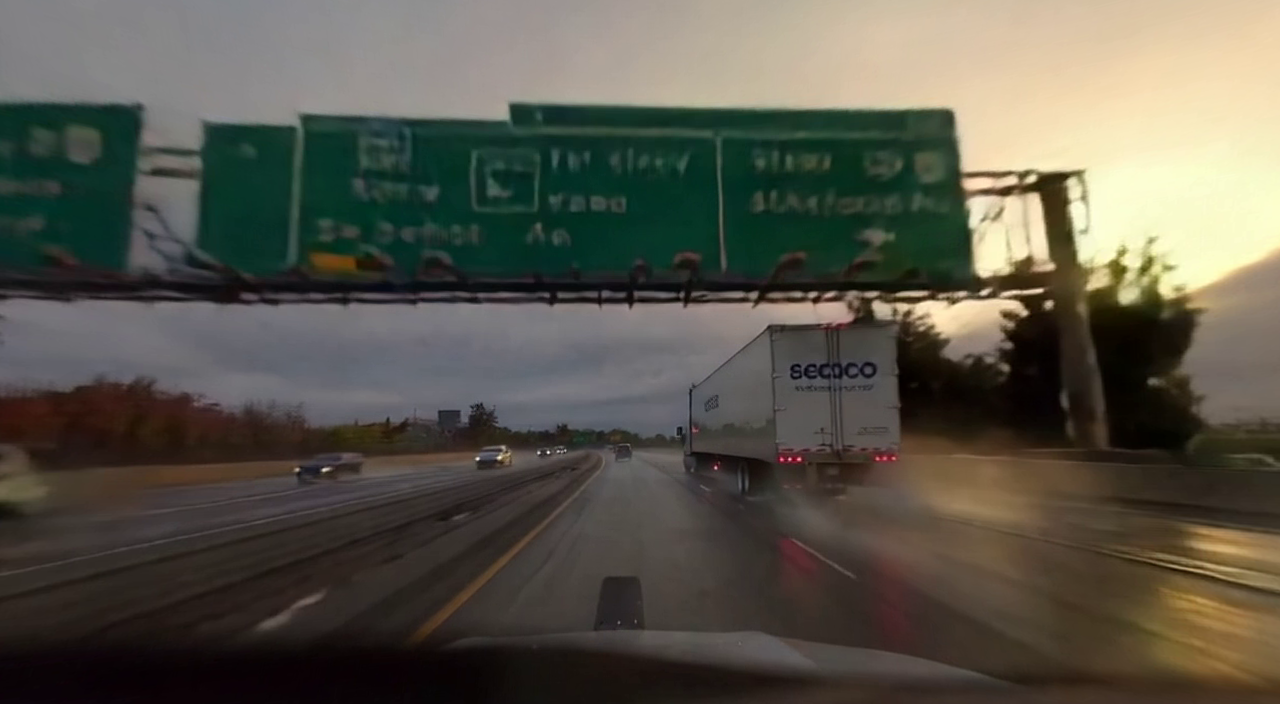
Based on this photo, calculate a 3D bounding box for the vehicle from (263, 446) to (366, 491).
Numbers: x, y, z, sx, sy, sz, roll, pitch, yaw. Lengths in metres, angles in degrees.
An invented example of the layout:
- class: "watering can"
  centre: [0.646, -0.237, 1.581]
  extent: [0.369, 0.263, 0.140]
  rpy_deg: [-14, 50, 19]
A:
- class: "vehicle"
  centre: [-13.806, 4.922, 26.950]
  extent: [2.038, 1.718, 4.474]
  rpy_deg: [0, -9, -1]

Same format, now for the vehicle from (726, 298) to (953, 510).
- class: "vehicle"
  centre: [4.229, 1.545, 15.816]
  extent: [2.892, 3.928, 8.380]
  rpy_deg: [-1, -9, 0]

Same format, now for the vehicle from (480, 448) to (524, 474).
- class: "vehicle"
  centre: [-9.137, 7.219, 41.737]
  extent: [1.978, 1.570, 4.487]
  rpy_deg: [0, -9, -1]
